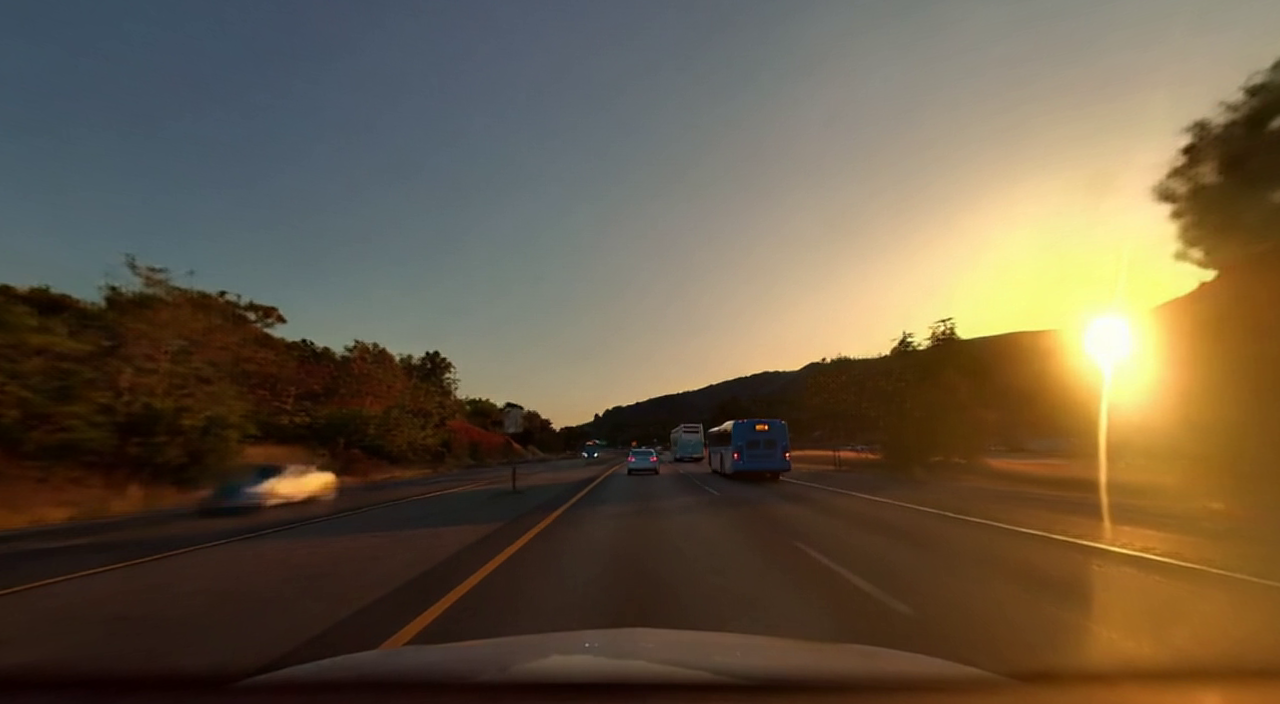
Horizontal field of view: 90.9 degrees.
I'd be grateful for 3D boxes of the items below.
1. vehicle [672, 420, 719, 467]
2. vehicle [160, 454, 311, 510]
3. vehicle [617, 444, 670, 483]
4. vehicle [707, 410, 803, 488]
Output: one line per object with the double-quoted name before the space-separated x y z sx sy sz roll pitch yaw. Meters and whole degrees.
"vehicle" 4.217 7.245 49.679 2.883 3.358 7.942 0 -9 -1
"vehicle" -12.518 4.017 19.898 2.025 1.546 4.069 0 -9 0
"vehicle" 0.108 4.485 25.527 2.004 1.449 3.817 0 -9 -1
"vehicle" 4.165 3.704 24.085 2.440 2.555 5.957 0 -9 -1
